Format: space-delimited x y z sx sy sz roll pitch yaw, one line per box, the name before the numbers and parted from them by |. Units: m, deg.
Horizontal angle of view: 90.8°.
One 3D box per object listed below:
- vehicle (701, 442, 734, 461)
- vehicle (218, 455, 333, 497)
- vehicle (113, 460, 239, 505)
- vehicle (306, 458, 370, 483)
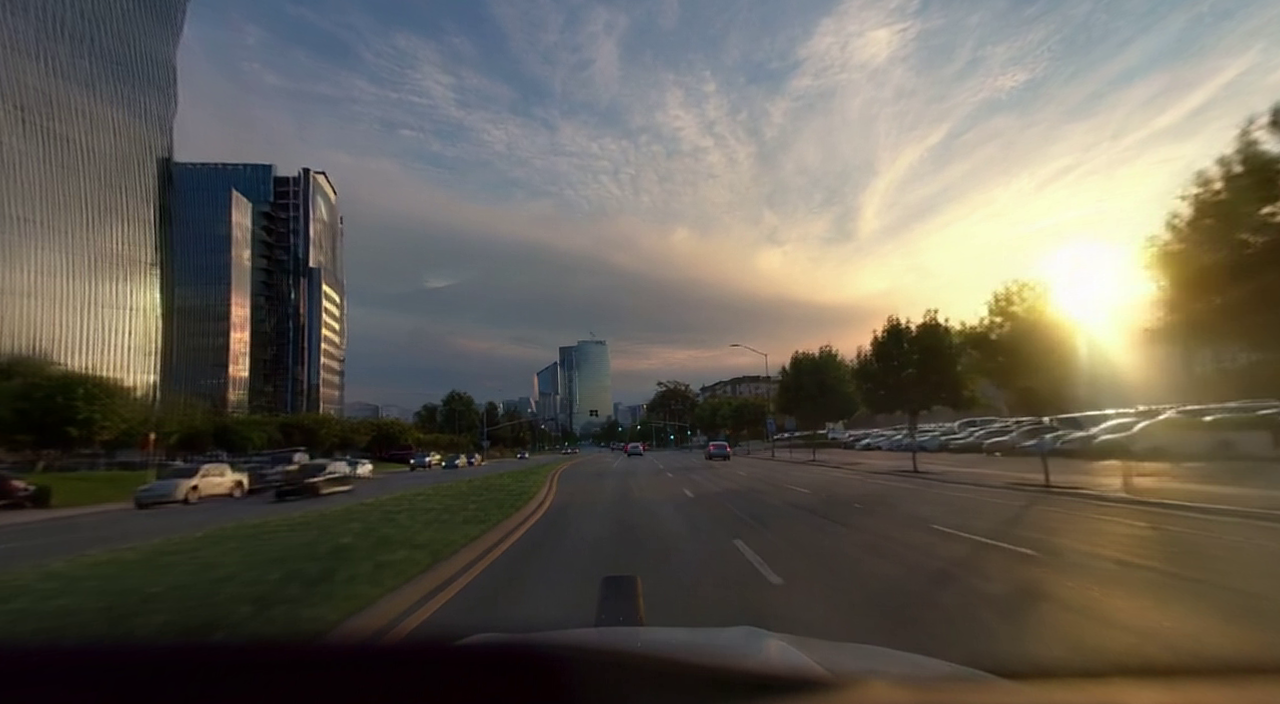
vehicle | 6.051 7.860 49.868 1.992 1.447 4.414 0 -9 -1
vehicle | -15.111 5.122 26.568 1.955 1.516 4.849 0 -9 0
vehicle | -19.137 5.380 26.396 1.869 1.606 4.617 0 -9 -2
vehicle | -19.178 7.517 40.369 1.850 1.451 4.450 0 -9 1
